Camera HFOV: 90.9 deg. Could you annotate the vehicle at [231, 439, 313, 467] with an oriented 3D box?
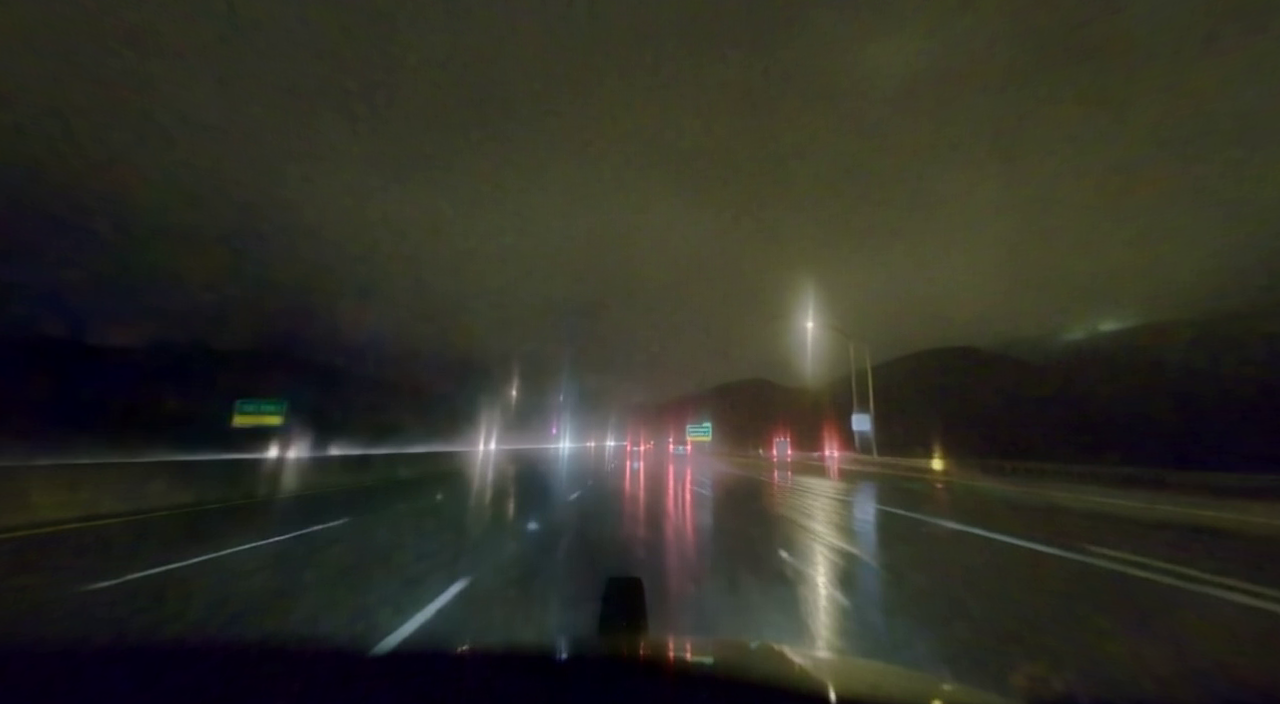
[{"bbox_3d":[-20.326,5.612,35.057,1.791,1.436,4.446,0,-8,1],"label":"vehicle"}]
